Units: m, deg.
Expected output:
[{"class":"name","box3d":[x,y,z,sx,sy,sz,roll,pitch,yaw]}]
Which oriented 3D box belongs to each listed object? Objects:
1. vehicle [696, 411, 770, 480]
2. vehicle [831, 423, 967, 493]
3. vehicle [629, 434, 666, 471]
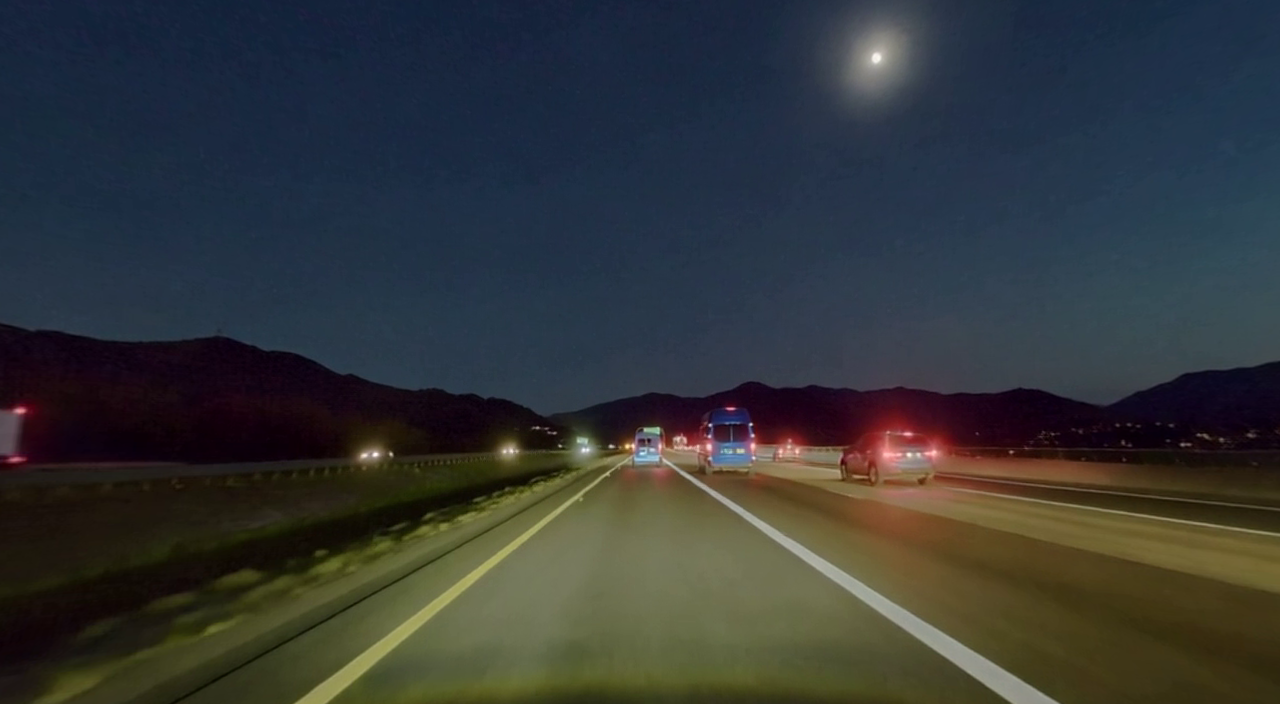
[{"class":"vehicle","box3d":[3.898,4.083,27.643,2.302,2.670,6.176,0,-8,0]},{"class":"vehicle","box3d":[7.973,3.326,20.084,2.240,1.925,4.854,0,-8,0]},{"class":"vehicle","box3d":[0.436,6.202,39.177,2.131,2.122,4.473,0,-8,0]}]
